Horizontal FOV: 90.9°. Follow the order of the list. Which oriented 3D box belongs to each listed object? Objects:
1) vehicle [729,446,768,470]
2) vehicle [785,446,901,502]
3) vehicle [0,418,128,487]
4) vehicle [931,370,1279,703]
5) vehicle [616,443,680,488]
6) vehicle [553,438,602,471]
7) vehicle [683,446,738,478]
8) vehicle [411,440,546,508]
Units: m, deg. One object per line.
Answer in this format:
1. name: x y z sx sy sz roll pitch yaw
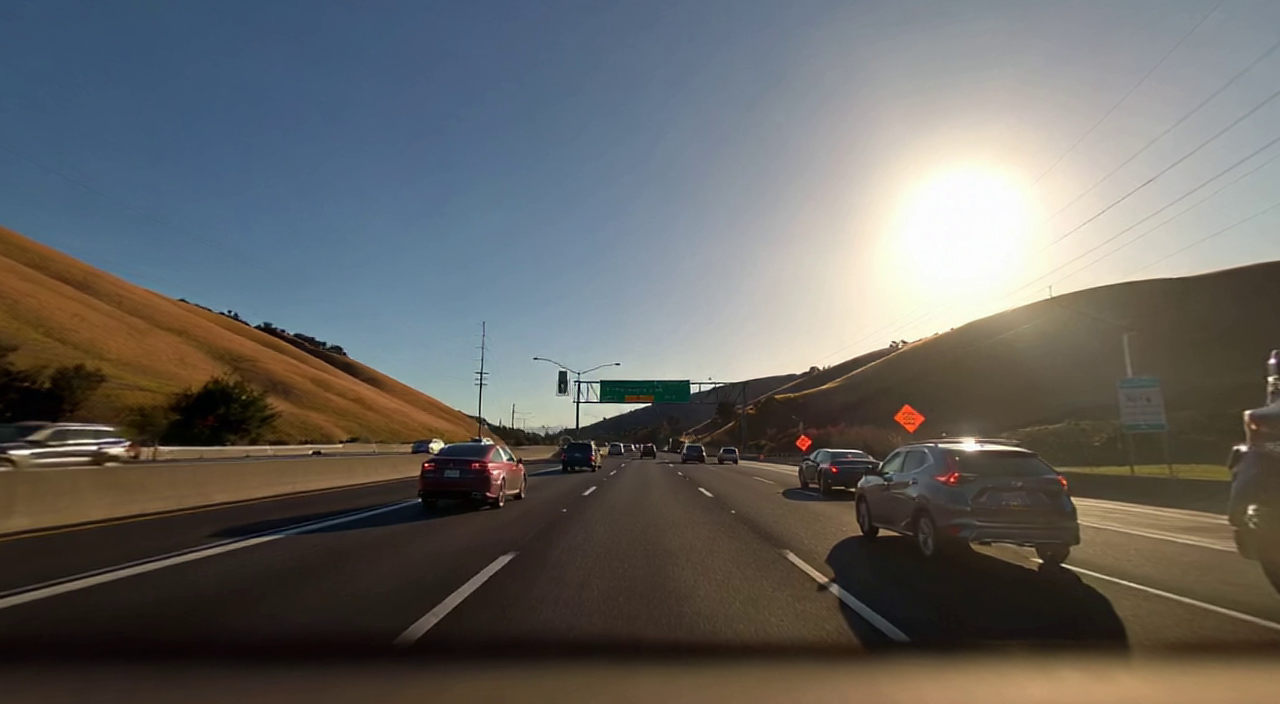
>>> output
1. vehicle: 8.035 7.878 47.067 2.042 1.684 4.609 0 -8 0
2. vehicle: 5.934 3.578 19.049 1.867 1.465 4.093 0 -8 -4
3. vehicle: -15.297 2.374 14.899 2.403 1.508 4.726 0 -8 1
4. vehicle: 3.842 1.054 3.708 2.018 1.670 4.658 0 -8 0
5. vehicle: 0.261 4.114 23.332 2.138 1.473 4.392 0 -8 0
6. vehicle: -3.411 5.737 35.547 2.234 1.675 4.527 0 -8 1
7. vehicle: 3.400 5.416 31.298 2.177 1.453 4.205 0 -8 -1
8. vehicle: -3.804 2.937 15.728 2.232 1.438 4.163 0 -8 1
